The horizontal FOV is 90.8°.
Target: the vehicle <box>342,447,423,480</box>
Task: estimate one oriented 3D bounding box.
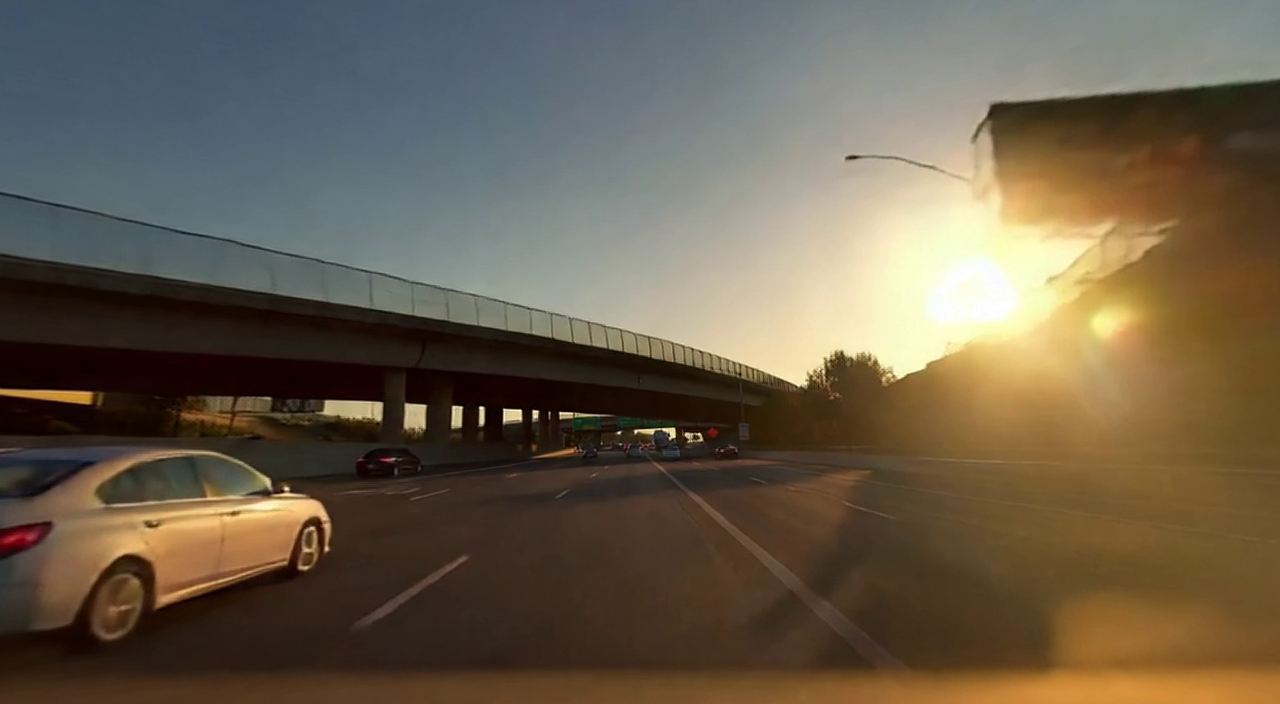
[{"bbox_3d":[-11.422,4.950,28.360,1.861,1.373,4.211,0,-8,0],"label":"vehicle"}]

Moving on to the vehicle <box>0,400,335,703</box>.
[{"bbox_3d":[-4.063,1.144,3.978,2.051,1.516,4.493,0,-8,0],"label":"vehicle"}]
